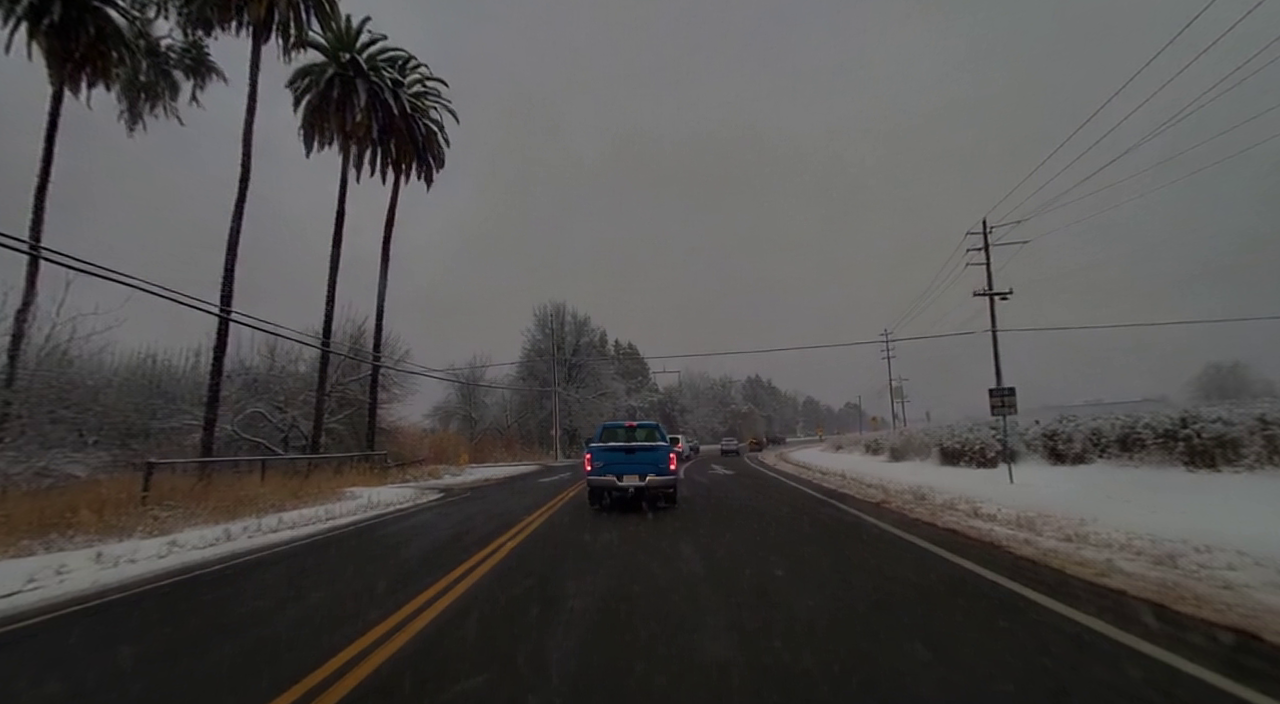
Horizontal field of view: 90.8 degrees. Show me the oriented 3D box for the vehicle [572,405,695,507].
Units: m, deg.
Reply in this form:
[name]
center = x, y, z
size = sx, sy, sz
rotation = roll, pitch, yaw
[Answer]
[vehicle]
center = -0.158, 2.716, 16.871
size = 2.693, 2.223, 5.885
rotation = 0, -8, 0
